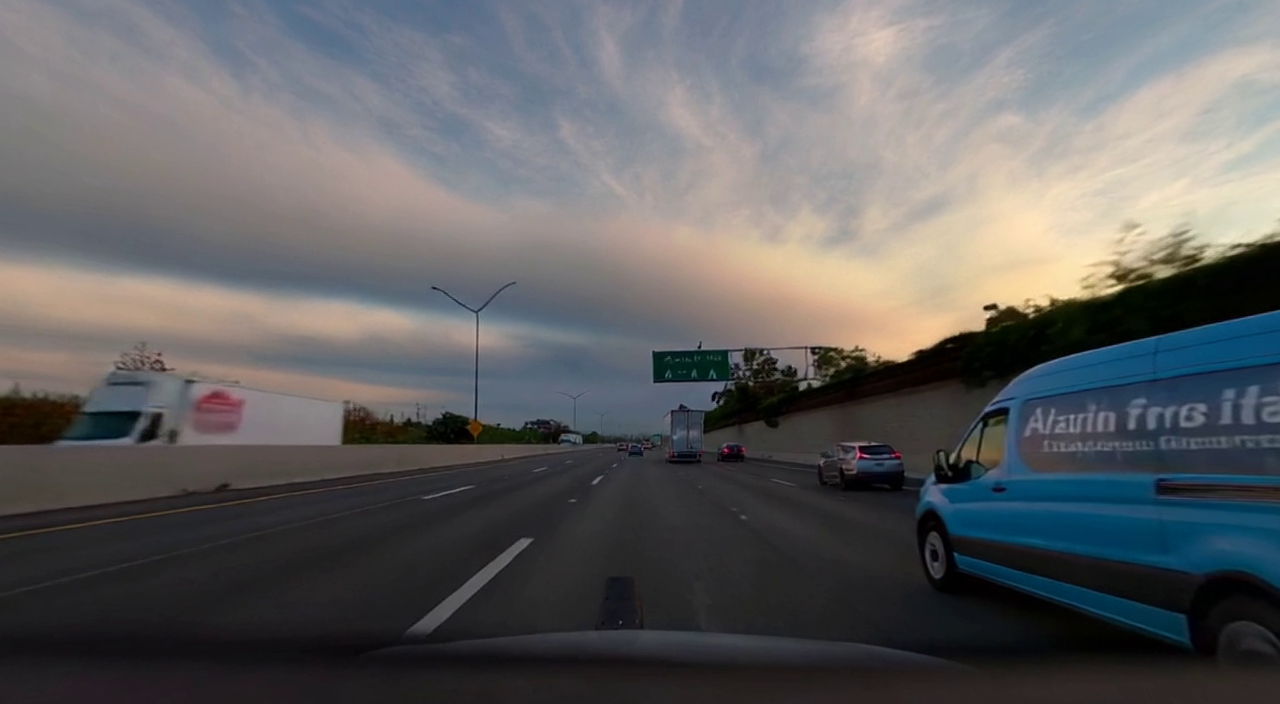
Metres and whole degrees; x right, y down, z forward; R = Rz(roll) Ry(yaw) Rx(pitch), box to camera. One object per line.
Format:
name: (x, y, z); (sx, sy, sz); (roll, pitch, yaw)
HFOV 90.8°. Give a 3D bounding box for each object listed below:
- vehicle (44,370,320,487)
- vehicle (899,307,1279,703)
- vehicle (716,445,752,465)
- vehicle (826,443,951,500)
vehicle: (-17.275, 3.215, 25.518); (2.999, 3.721, 10.788); (0, -9, 0)
vehicle: (3.684, 0.981, 3.941); (2.035, 1.931, 4.841); (0, -9, 0)
vehicle: (7.299, 8.044, 49.417); (2.008, 1.471, 4.591); (0, -9, -1)
vehicle: (7.134, 3.444, 18.710); (1.837, 1.452, 4.414); (0, -9, -1)
